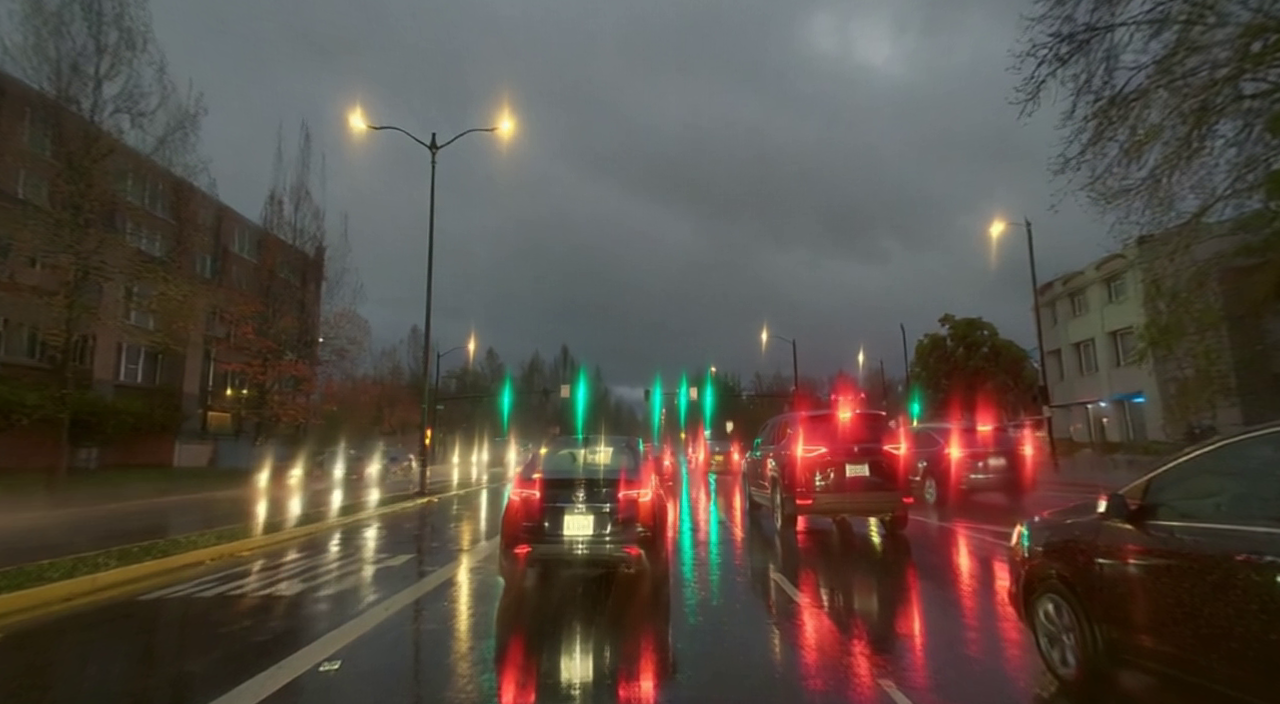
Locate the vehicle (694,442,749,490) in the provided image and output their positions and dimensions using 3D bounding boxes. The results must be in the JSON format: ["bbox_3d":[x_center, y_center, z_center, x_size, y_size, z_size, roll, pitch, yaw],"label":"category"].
[{"bbox_3d":[3.008,4.268,23.933,1.518,1.650,4.408,0,-8,1],"label":"vehicle"}]

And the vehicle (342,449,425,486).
[{"bbox_3d":[-12.511,5.650,31.047,2.005,1.660,4.676,0,-8,2],"label":"vehicle"}]

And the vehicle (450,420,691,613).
[{"bbox_3d":[-0.586,1.746,7.611,2.111,1.676,4.018,0,-8,1],"label":"vehicle"}]

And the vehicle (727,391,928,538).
[{"bbox_3d":[3.574,2.317,13.569,2.516,2.481,5.766,0,-8,0],"label":"vehicle"}]

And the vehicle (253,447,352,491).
[{"bbox_3d":[-16.126,5.563,30.361,2.077,1.925,4.626,0,-8,2],"label":"vehicle"}]

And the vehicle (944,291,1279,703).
[{"bbox_3d":[3.159,0.795,2.189,1.982,1.960,4.427,0,-8,1],"label":"vehicle"}]
